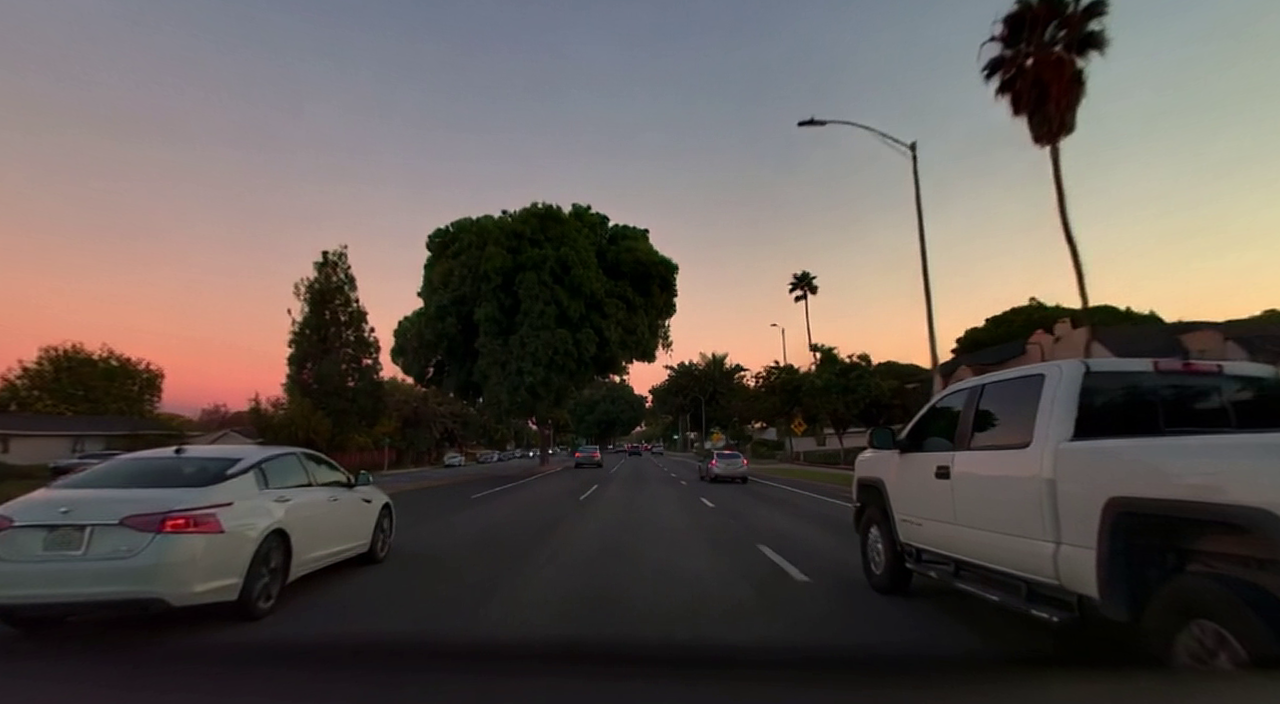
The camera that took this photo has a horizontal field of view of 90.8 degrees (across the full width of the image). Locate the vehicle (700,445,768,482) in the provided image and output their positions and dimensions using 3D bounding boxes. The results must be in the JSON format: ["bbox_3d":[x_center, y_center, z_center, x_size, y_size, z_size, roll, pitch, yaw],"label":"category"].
[{"bbox_3d":[3.918,4.739,27.158,2.149,1.421,4.805,0,-8,0],"label":"vehicle"}]

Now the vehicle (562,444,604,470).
[{"bbox_3d":[-3.539,6.635,40.090,2.263,1.548,4.555,0,-8,-1],"label":"vehicle"}]

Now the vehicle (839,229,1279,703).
[{"bbox_3d":[3.381,0.875,3.854,2.478,2.030,5.723,0,-9,0],"label":"vehicle"}]

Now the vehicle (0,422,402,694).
[{"bbox_3d":[-3.980,1.479,5.743,2.094,1.509,4.286,0,-9,-2],"label":"vehicle"}]
